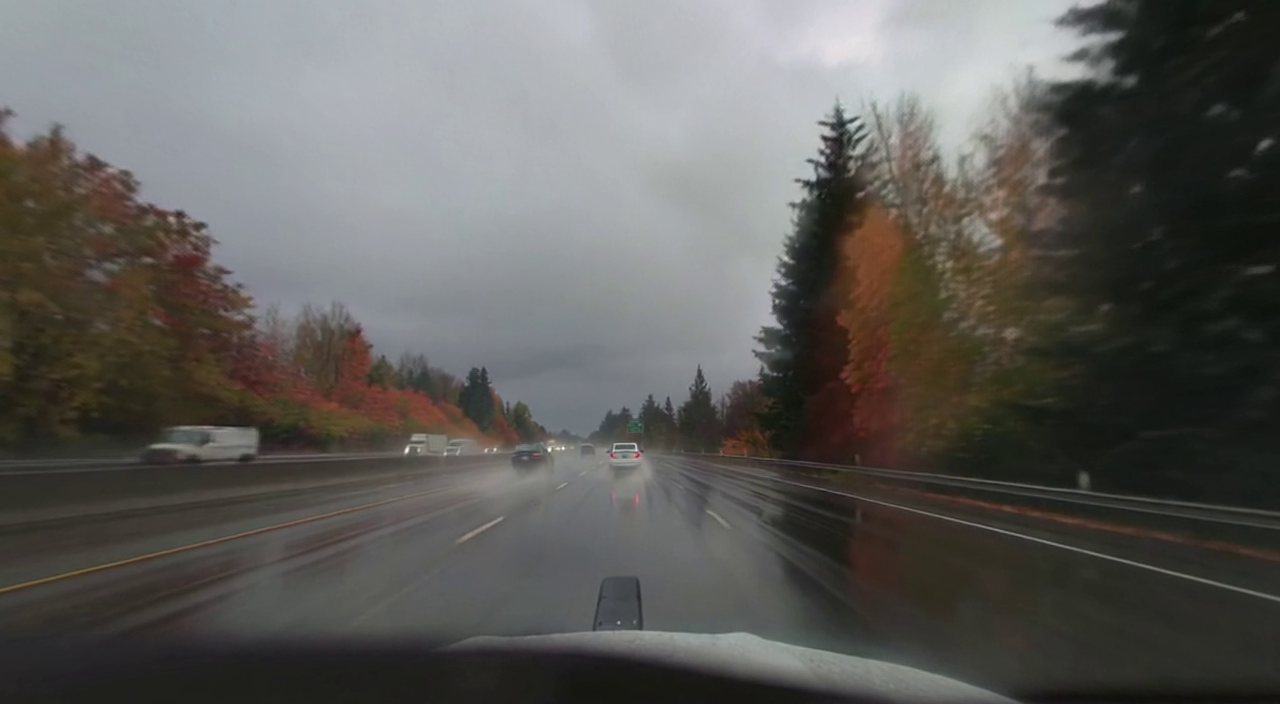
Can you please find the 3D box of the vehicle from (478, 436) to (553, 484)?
[{"bbox_3d":[-4.775,4.217,24.763,1.974,1.688,4.727,-1,-9,0],"label":"vehicle"}]

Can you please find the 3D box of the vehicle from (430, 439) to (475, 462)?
[{"bbox_3d":[-14.017,7.424,47.048,2.003,1.594,4.599,-1,-9,0],"label":"vehicle"}]

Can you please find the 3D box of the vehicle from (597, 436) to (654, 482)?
[{"bbox_3d":[-0.579,4.276,25.295,2.115,1.661,4.049,0,-9,-1],"label":"vehicle"}]

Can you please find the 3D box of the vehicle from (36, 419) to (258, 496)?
[{"bbox_3d":[-12.348,2.705,16.219,2.032,1.672,4.515,-1,-9,0],"label":"vehicle"}]
